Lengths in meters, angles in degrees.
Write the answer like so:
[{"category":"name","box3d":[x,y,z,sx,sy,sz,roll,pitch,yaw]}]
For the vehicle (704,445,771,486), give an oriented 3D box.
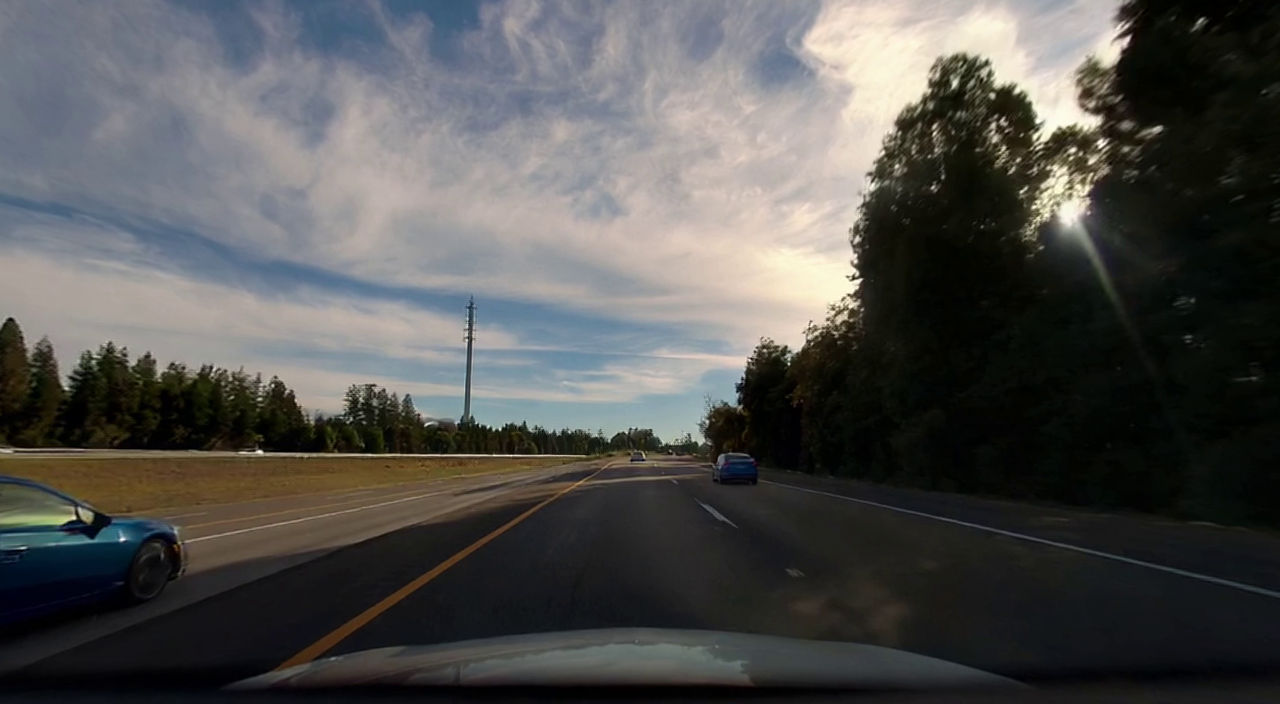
[{"category":"vehicle","box3d":[3.915,4.638,26.098,2.030,1.526,4.165,0,-9,-1]}]
